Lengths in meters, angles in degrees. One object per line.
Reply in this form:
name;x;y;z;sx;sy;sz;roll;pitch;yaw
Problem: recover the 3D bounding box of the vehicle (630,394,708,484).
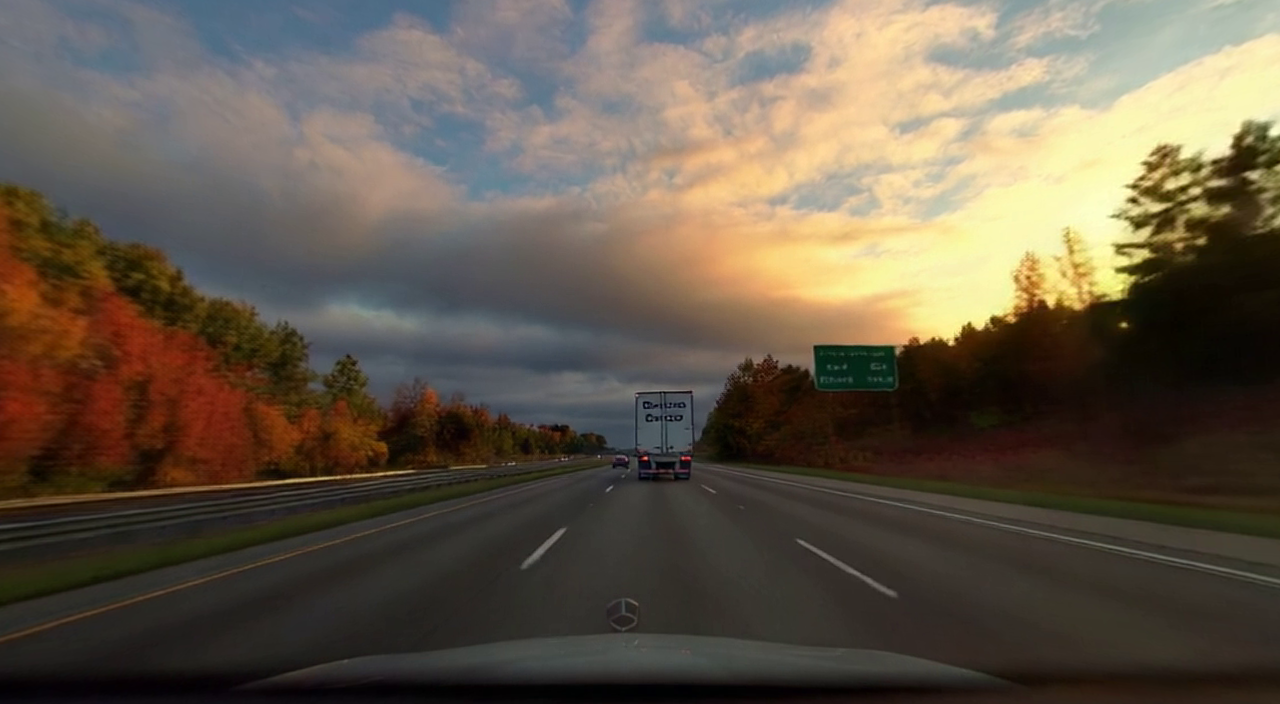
vehicle;1.482;5.327;37.402;3.537;4.071;17.399;0;-9;1
